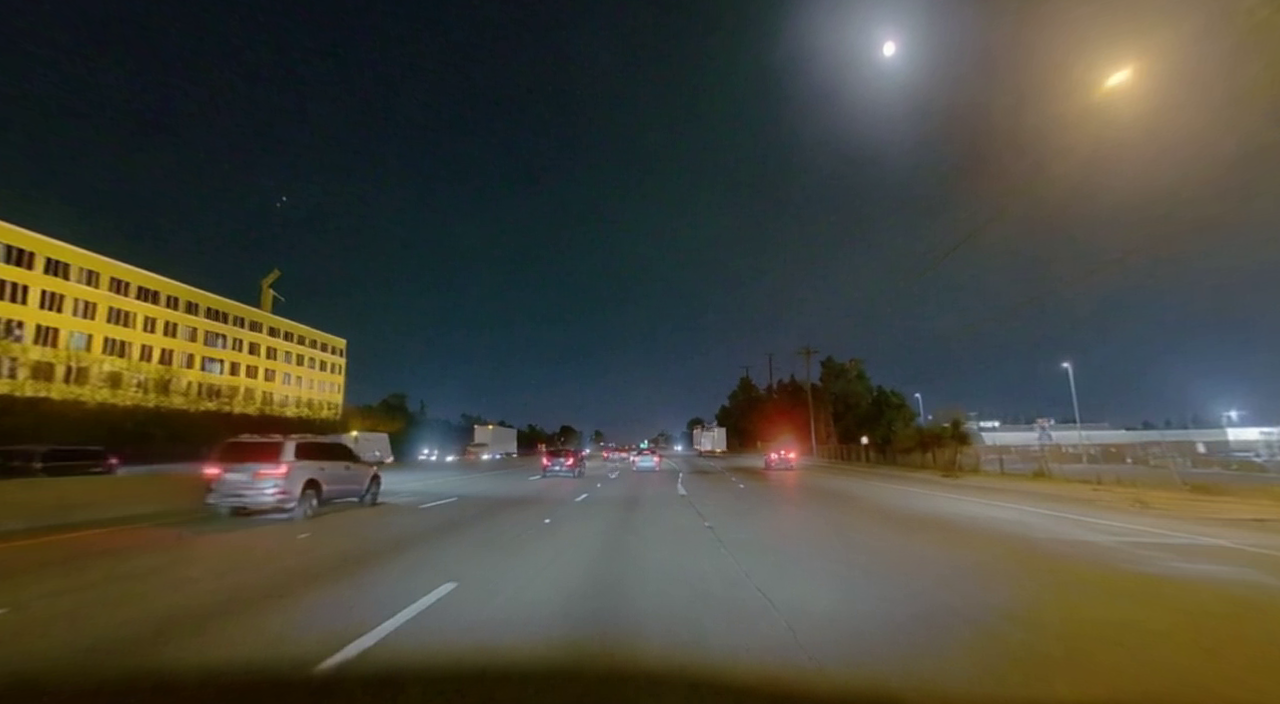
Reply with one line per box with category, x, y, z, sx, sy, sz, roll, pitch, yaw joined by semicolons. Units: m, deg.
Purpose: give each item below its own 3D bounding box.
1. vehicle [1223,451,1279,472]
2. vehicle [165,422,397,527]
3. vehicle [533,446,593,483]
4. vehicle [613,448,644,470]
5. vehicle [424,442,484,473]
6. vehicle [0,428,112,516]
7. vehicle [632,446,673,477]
vehicle;44.399;7.832;45.040;3.496;1.398;1.873;-1;-9;1
vehicle;-7.335;2.524;13.678;2.106;1.827;4.814;-1;-8;1
vehicle;-3.400;5.049;28.741;2.059;1.508;4.662;-1;-8;2
vehicle;-0.823;8.094;47.938;2.034;1.466;4.363;-1;-8;3
vehicle;-12.739;7.238;43.622;2.283;1.915;5.774;-1;-8;2
vehicle;-12.568;2.160;11.290;2.037;1.574;4.757;-1;-8;1
vehicle;0.660;5.952;34.518;2.107;1.538;3.999;-1;-8;1
